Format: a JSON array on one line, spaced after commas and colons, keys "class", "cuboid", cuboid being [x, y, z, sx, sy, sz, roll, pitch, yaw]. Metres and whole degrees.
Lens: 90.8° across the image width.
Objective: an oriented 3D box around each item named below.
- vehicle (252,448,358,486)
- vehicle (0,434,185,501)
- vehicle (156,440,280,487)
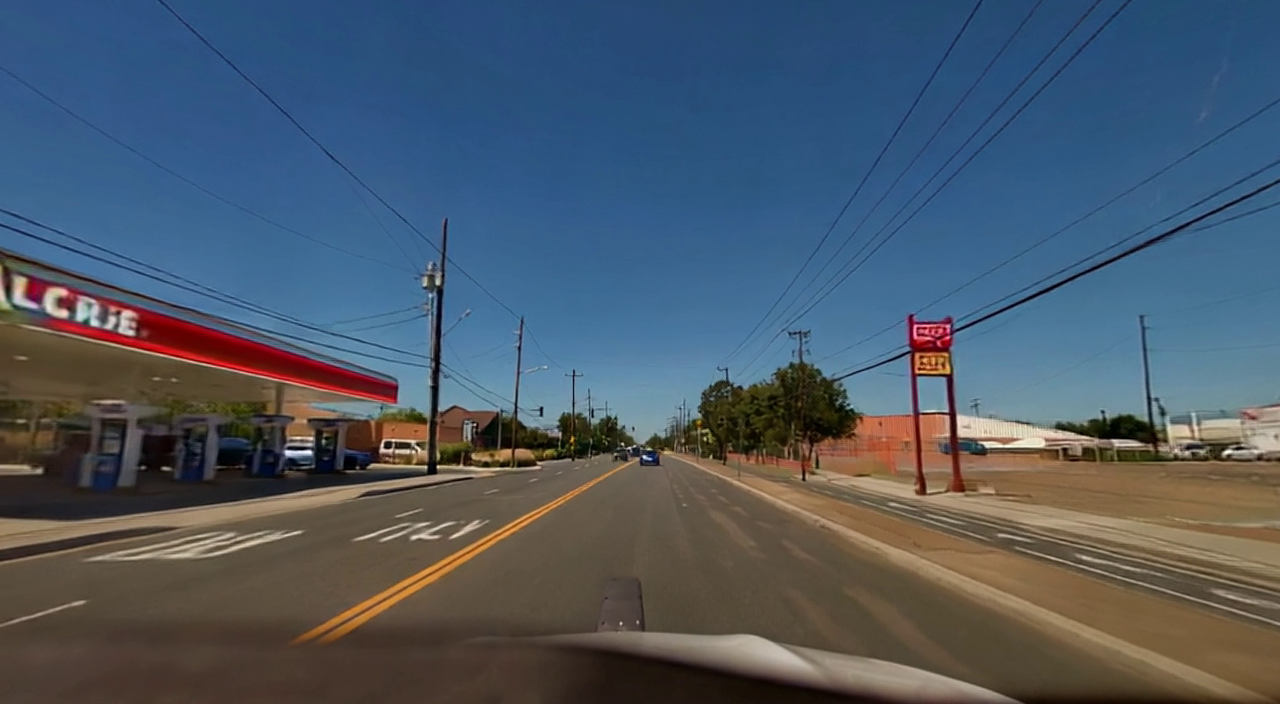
[{"class": "vehicle", "cuboid": [-13.834, 4.754, 26.447, 1.947, 1.435, 4.606, 0, -9, 0]}, {"class": "vehicle", "cuboid": [-16.520, 3.451, 19.238, 1.890, 1.761, 4.578, 0, -9, -1]}, {"class": "vehicle", "cuboid": [-16.942, 4.481, 25.686, 1.928, 1.708, 4.344, 0, -9, 2]}]
